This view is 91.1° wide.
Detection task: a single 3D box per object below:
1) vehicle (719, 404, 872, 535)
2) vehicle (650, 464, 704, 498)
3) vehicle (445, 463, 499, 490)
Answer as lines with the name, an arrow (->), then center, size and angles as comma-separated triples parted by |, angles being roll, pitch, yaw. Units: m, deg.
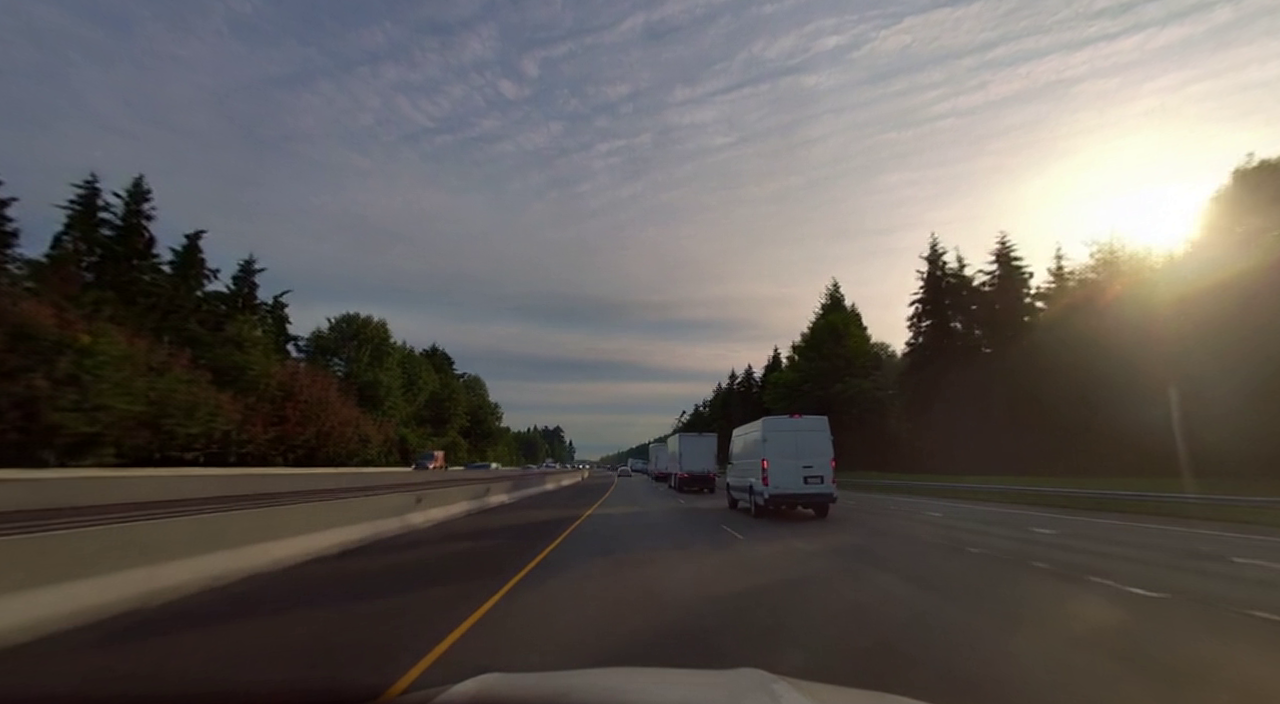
vehicle -> 3.504, 2.875, 15.533 | 2.291, 2.639, 5.280 | 1, -10, -1
vehicle -> 1.693, 6.130, 30.011 | 2.081, 1.453, 4.300 | 1, -10, -3
vehicle -> -9.921, 7.365, 37.419 | 1.913, 1.466, 4.660 | 1, -10, 0
